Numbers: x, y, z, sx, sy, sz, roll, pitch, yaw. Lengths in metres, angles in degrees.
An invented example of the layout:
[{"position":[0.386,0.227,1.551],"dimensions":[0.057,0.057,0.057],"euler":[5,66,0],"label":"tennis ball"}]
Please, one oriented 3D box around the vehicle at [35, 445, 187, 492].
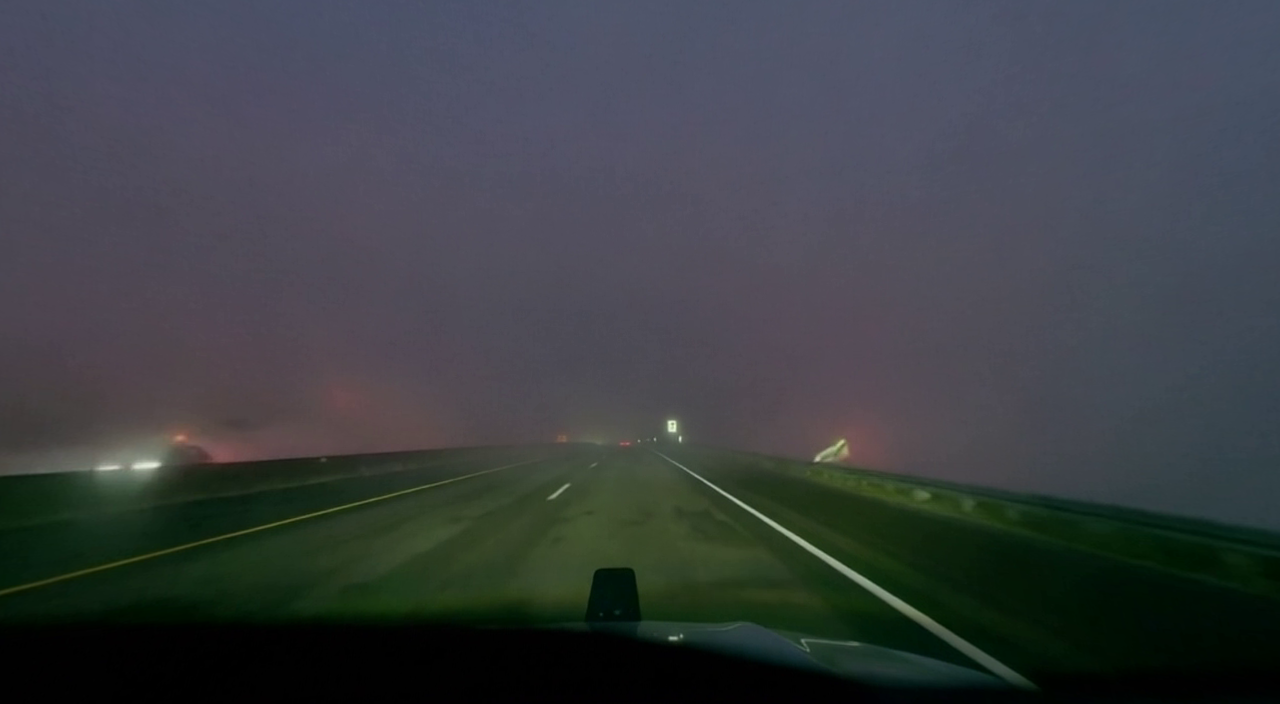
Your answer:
[{"position":[-19.738,4.332,23.779],"dimensions":[1.866,1.512,4.514],"euler":[0,-8,0],"label":"vehicle"}]
